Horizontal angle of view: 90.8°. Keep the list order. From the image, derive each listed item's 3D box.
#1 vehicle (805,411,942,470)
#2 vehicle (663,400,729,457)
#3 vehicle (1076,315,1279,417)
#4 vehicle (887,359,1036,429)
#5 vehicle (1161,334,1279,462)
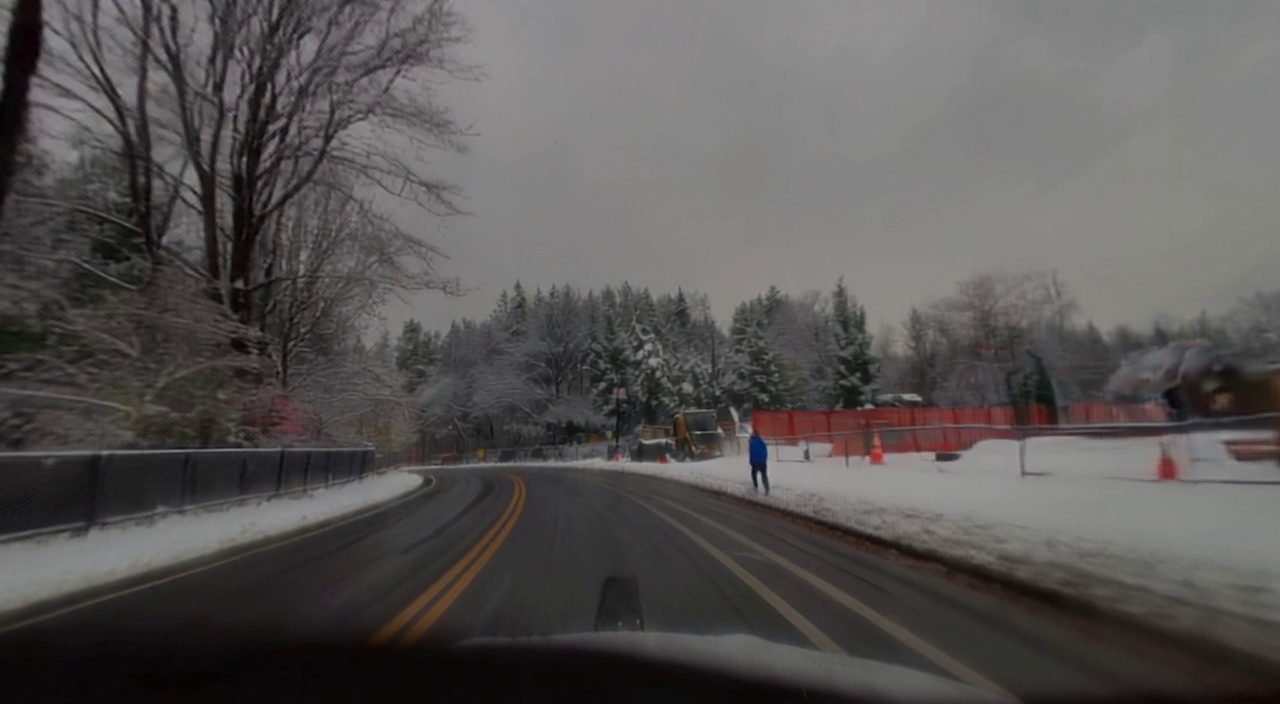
[{"bbox_3d":[9.693,3.678,26.302,5.021,1.930,2.119,-2,-9,-22],"label":"vehicle"},{"bbox_3d":[3.841,5.717,46.114,2.984,3.691,10.409,0,-9,-5],"label":"vehicle"},{"bbox_3d":[11.862,0.320,13.337,3.916,1.765,1.785,-3,-9,-4],"label":"vehicle"},{"bbox_3d":[10.691,1.472,21.069,4.180,1.880,2.028,6,-8,-17],"label":"vehicle"},{"bbox_3d":[9.762,0.745,8.719,3.674,1.559,1.775,3,-10,-6],"label":"vehicle"}]
